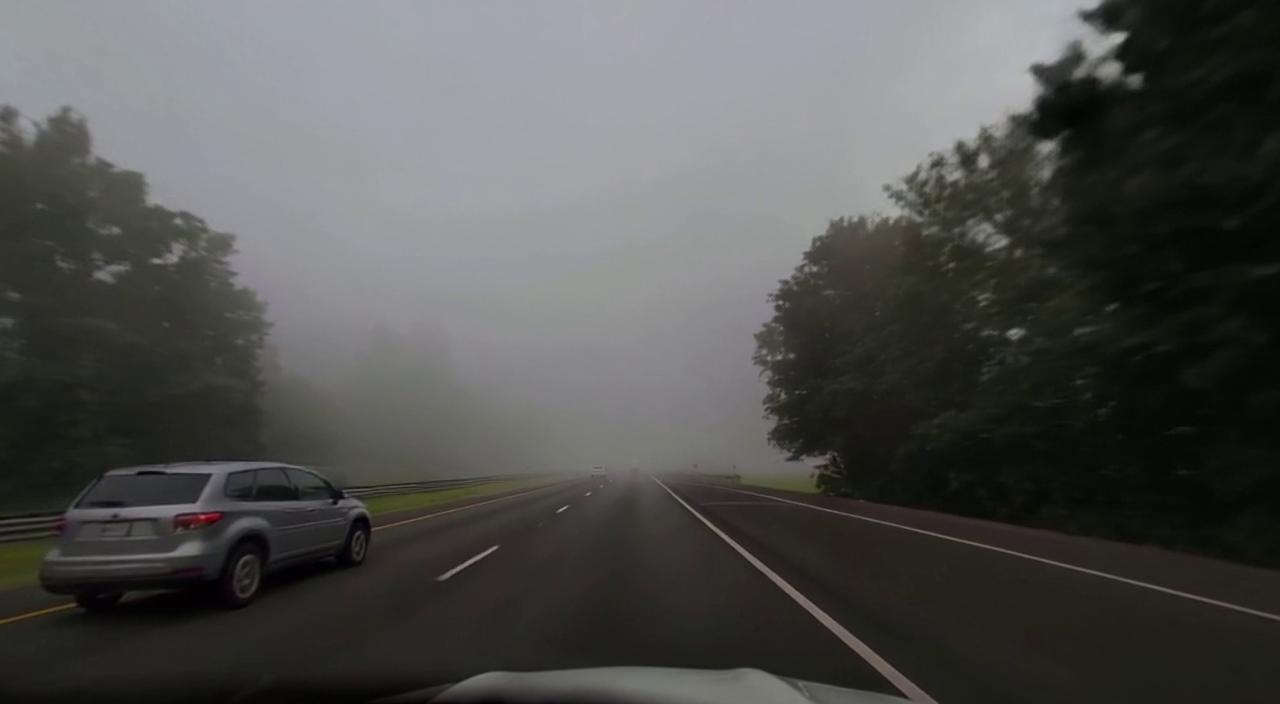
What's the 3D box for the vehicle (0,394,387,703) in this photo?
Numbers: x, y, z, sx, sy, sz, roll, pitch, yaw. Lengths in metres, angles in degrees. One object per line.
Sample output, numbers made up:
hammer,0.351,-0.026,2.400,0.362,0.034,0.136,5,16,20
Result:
vehicle,-4.114,1.417,5.346,1.928,1.593,4.871,1,-10,0
